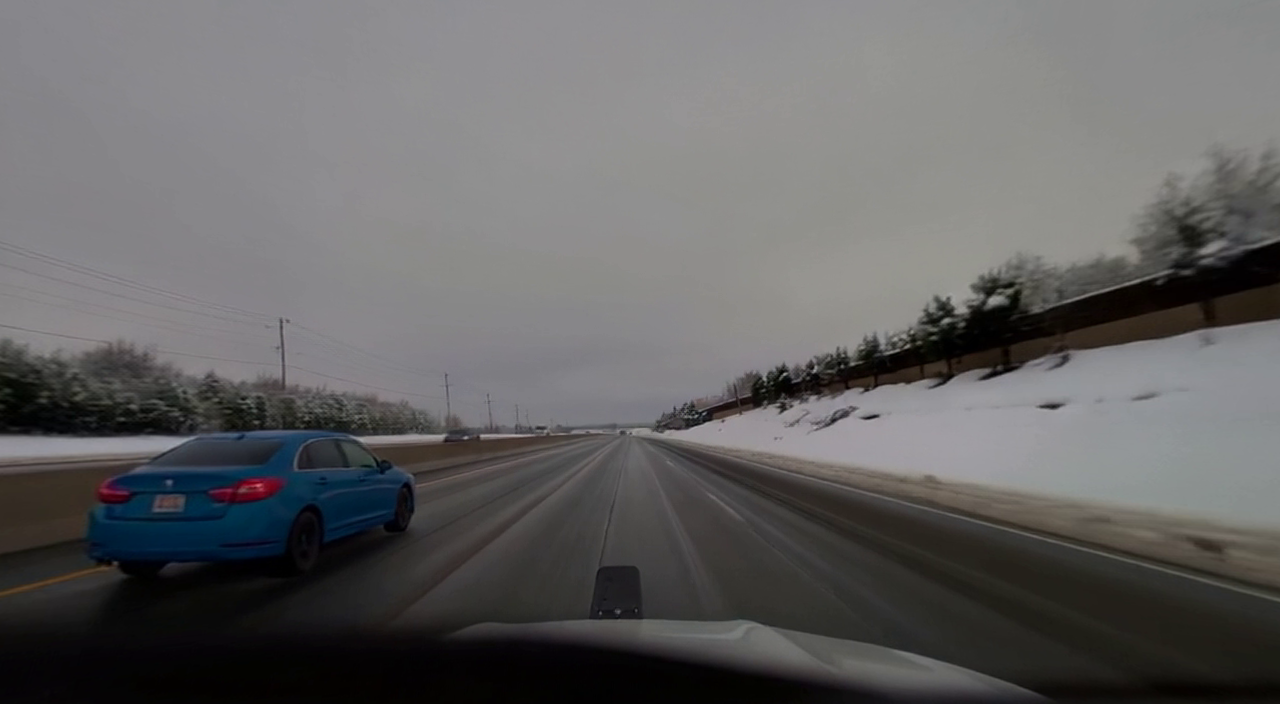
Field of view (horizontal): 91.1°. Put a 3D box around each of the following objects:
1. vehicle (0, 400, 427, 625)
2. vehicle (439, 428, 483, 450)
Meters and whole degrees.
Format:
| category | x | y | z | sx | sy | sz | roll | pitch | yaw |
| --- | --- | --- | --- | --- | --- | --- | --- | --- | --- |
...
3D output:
| category | x | y | z | sx | sy | sz | roll | pitch | yaw |
| --- | --- | --- | --- | --- | --- | --- | --- | --- | --- |
| vehicle | -3.841 | 1.372 | 6.366 | 1.999 | 1.536 | 3.969 | 0 | -8 | 0 |
| vehicle | -12.807 | 6.269 | 45.258 | 1.904 | 1.494 | 4.227 | 0 | -8 | 0 |
